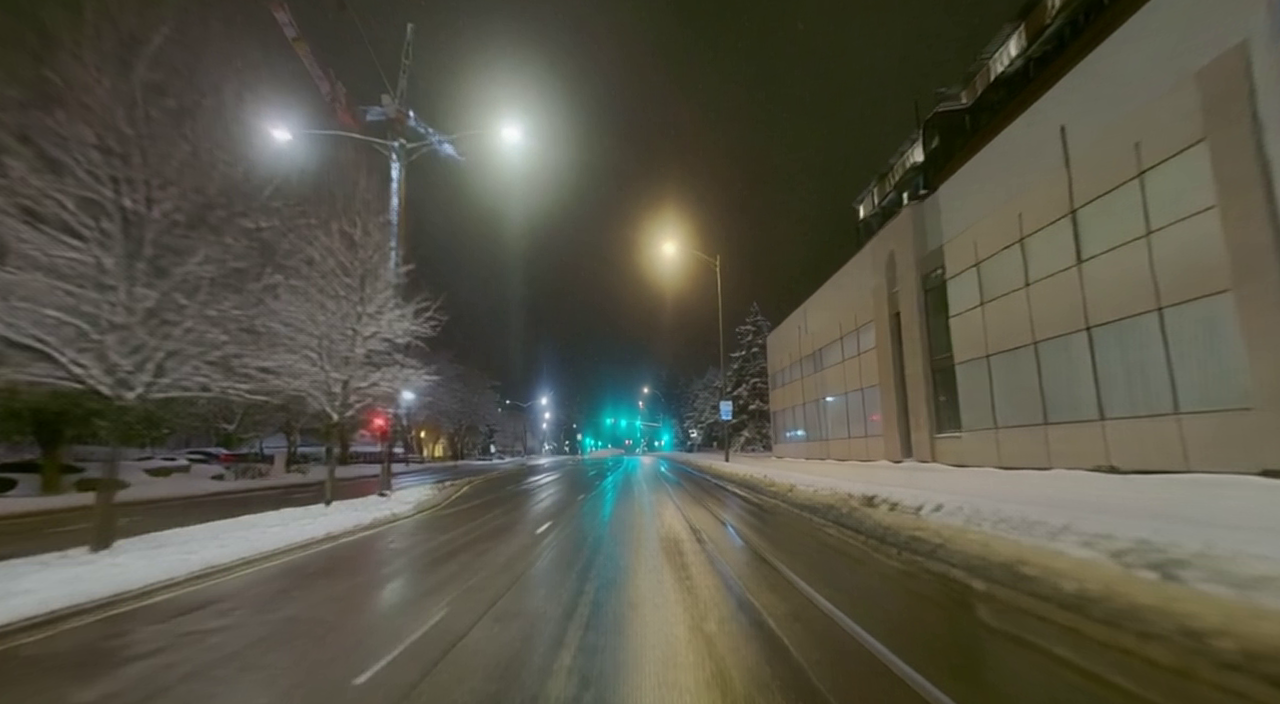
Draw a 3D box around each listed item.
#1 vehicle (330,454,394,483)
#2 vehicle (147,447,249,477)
[{"bbox_3d":[-17.129,7.179,39.022,1.921,1.541,4.541,-1,-8,0],"label":"vehicle"},{"bbox_3d":[-25.422,6.328,36.361,4.308,1.612,1.989,0,-9,-1],"label":"vehicle"}]
